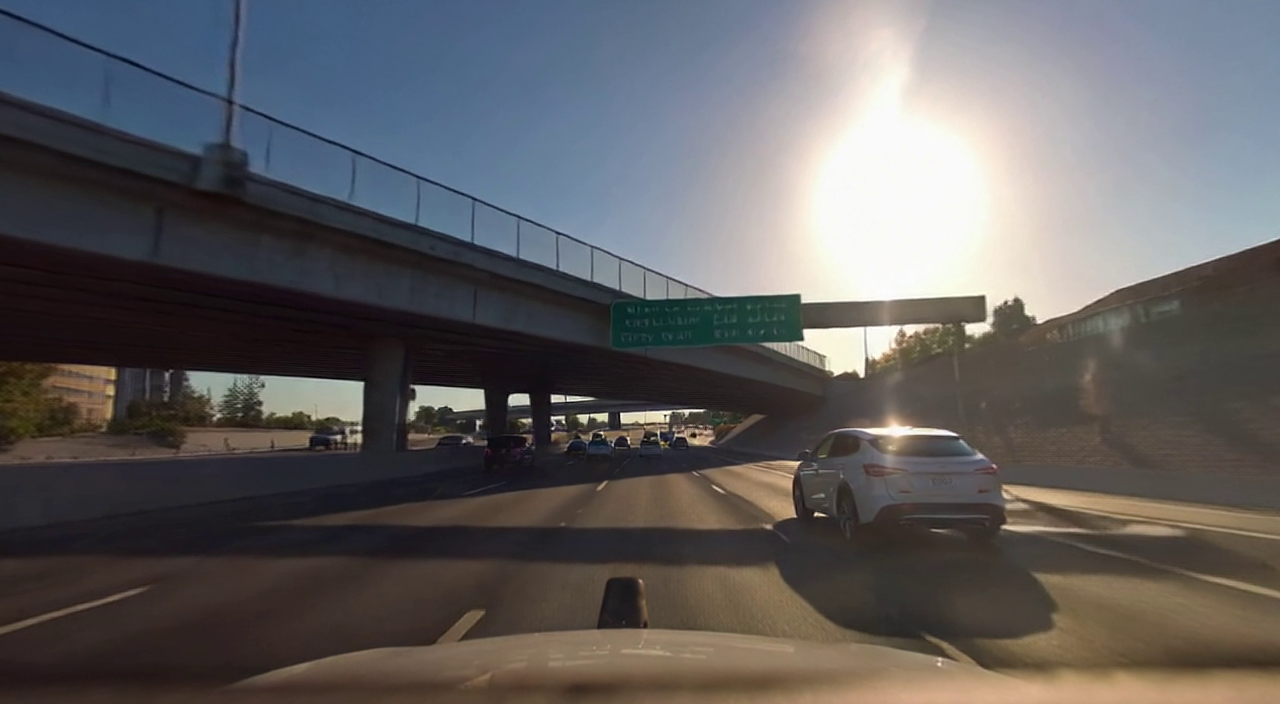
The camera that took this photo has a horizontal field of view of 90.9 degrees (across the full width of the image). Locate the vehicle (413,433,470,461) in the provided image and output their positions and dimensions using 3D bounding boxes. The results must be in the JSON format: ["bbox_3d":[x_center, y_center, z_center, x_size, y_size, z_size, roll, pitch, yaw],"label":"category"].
[{"bbox_3d":[-12.813,6.199,41.070,2.076,1.701,5.093,0,-8,0],"label":"vehicle"}]

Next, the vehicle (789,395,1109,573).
[{"bbox_3d":[3.731,1.693,8.860,2.083,1.823,4.627,0,-8,0],"label":"vehicle"}]

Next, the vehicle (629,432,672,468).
[{"bbox_3d":[0.563,5.094,32.990,2.133,1.739,3.925,0,-8,1],"label":"vehicle"}]

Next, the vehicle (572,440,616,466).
[{"bbox_3d":[-2.585,5.783,36.405,2.205,1.406,4.286,0,-8,1],"label":"vehicle"}]

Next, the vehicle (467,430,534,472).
[{"bbox_3d":[-6.028,4.329,27.727,1.946,1.688,4.019,0,-8,1],"label":"vehicle"}]
